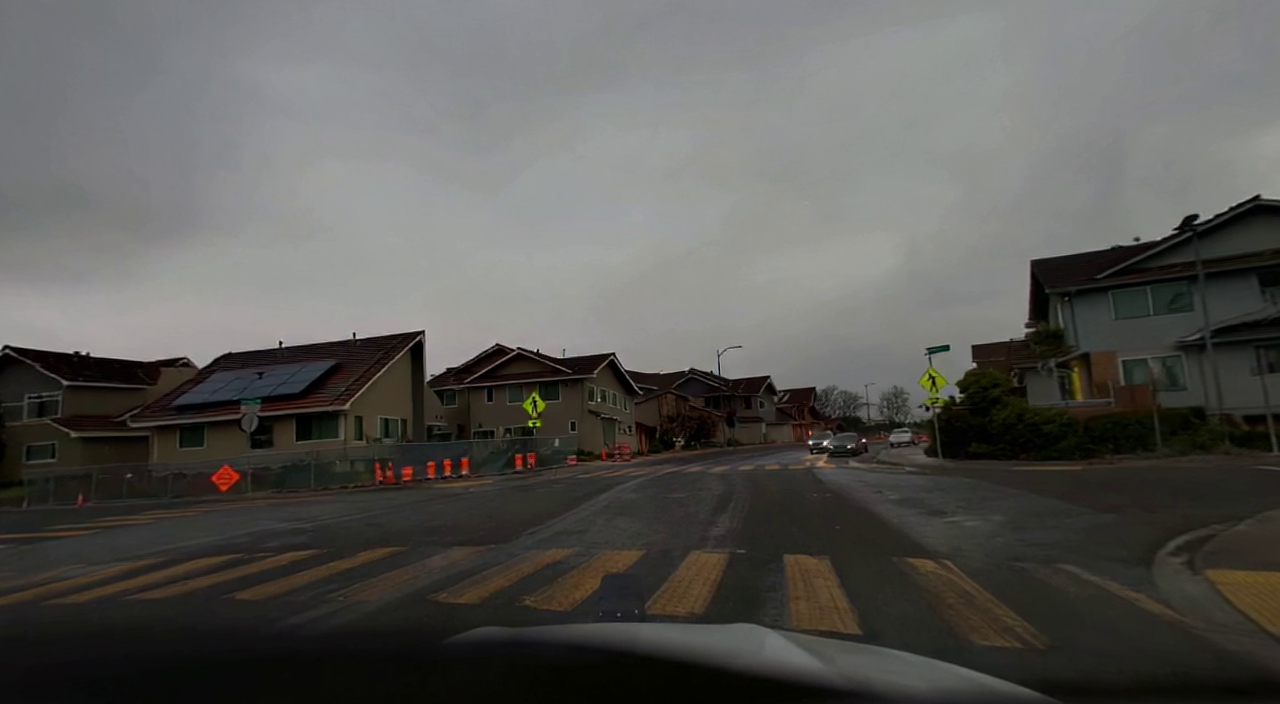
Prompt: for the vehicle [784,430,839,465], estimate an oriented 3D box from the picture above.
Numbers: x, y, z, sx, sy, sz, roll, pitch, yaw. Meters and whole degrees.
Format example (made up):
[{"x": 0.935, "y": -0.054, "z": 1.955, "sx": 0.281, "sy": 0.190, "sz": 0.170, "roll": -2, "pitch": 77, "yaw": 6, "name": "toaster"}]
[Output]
[{"x": 8.074, "y": 4.409, "z": 29.363, "sx": 1.966, "sy": 1.455, "sz": 4.075, "roll": -3, "pitch": -8, "yaw": 21, "name": "vehicle"}]
